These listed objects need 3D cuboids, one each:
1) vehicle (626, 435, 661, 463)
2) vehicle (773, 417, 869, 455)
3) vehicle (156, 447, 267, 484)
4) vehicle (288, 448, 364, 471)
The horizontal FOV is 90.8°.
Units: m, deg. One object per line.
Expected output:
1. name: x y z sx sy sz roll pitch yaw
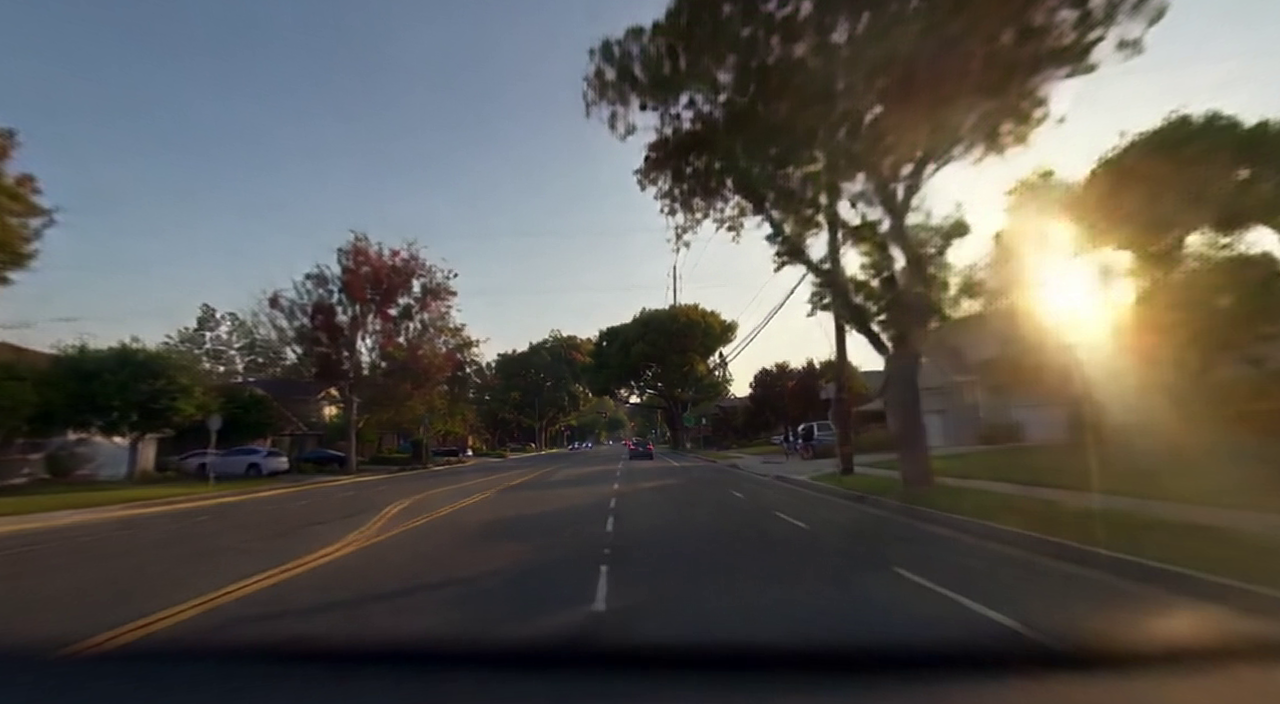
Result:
1. vehicle: 0.159 6.618 43.187 2.215 1.799 4.426 0 -8 -2
2. vehicle: 11.863 5.542 41.620 5.577 2.450 2.199 0 -8 -3
3. vehicle: -21.386 5.651 31.645 4.206 1.721 1.807 0 -8 0
4. vehicle: -22.252 7.624 44.883 4.363 1.503 1.859 0 -8 -3
